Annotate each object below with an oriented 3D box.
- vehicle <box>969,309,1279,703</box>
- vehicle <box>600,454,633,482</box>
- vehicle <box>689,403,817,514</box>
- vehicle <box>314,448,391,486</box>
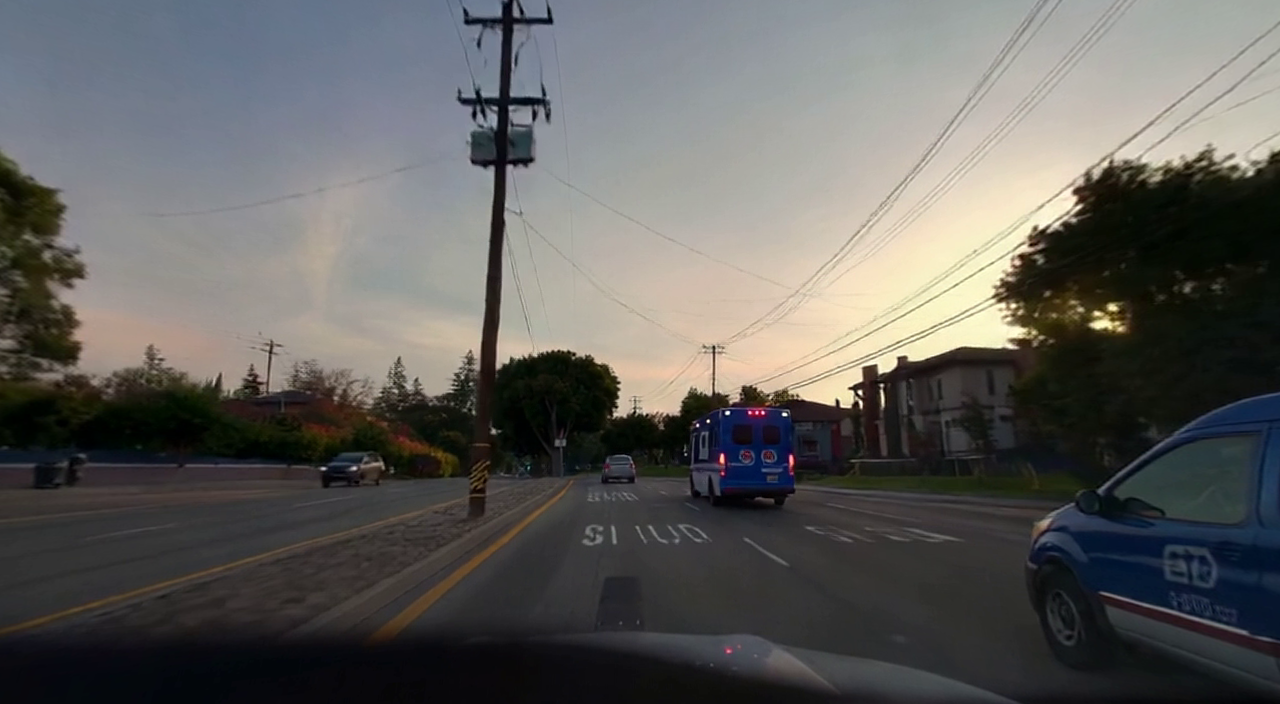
[{"bbox_3d":[3.624,0.750,2.189,2.194,1.922,4.822,0,-9,-2],"label":"vehicle"},{"bbox_3d":[-1.598,7.617,41.747,2.114,1.707,3.725,0,-9,-3],"label":"vehicle"},{"bbox_3d":[3.000,3.052,18.412,2.406,2.687,5.521,0,-9,-3],"label":"vehicle"},{"bbox_3d":[-13.907,5.532,30.848,1.909,1.705,4.126,0,-9,-2],"label":"vehicle"}]
